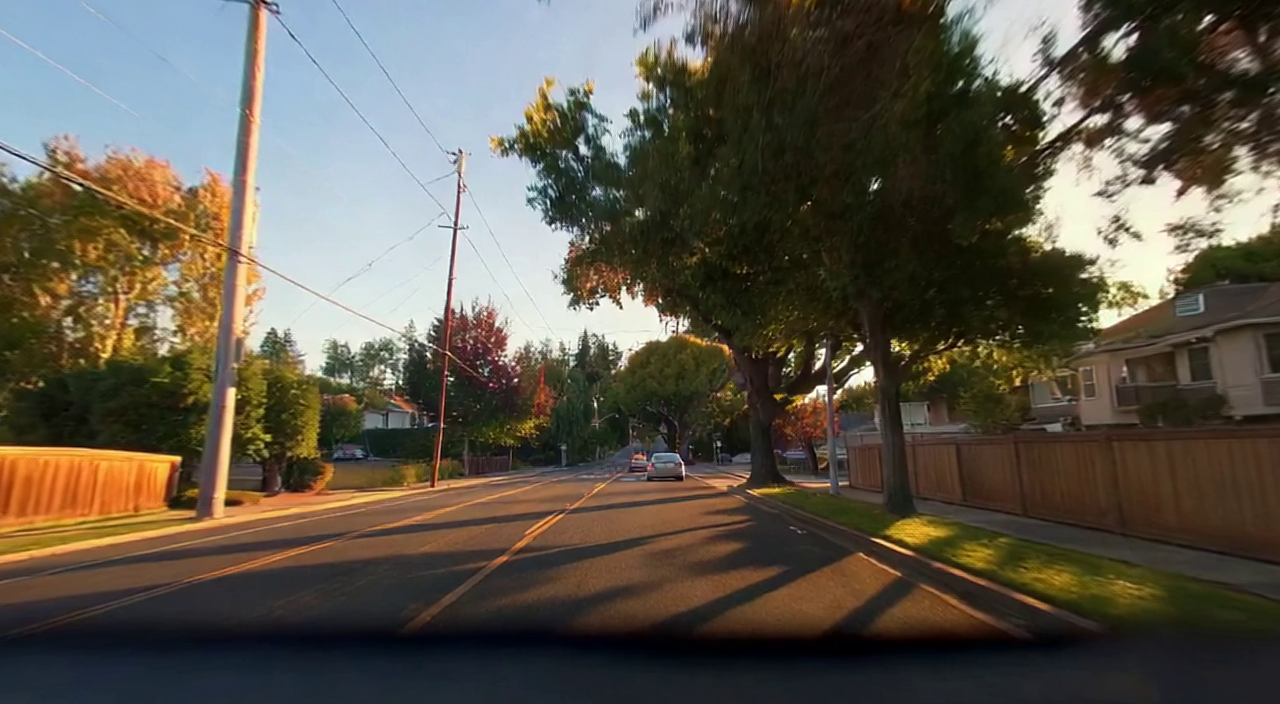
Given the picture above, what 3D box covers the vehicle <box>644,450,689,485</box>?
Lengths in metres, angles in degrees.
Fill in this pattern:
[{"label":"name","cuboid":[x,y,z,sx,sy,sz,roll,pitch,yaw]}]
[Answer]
[{"label":"vehicle","cuboid":[1.207,5.408,29.877,1.975,1.497,3.647,0,-8,1]}]
